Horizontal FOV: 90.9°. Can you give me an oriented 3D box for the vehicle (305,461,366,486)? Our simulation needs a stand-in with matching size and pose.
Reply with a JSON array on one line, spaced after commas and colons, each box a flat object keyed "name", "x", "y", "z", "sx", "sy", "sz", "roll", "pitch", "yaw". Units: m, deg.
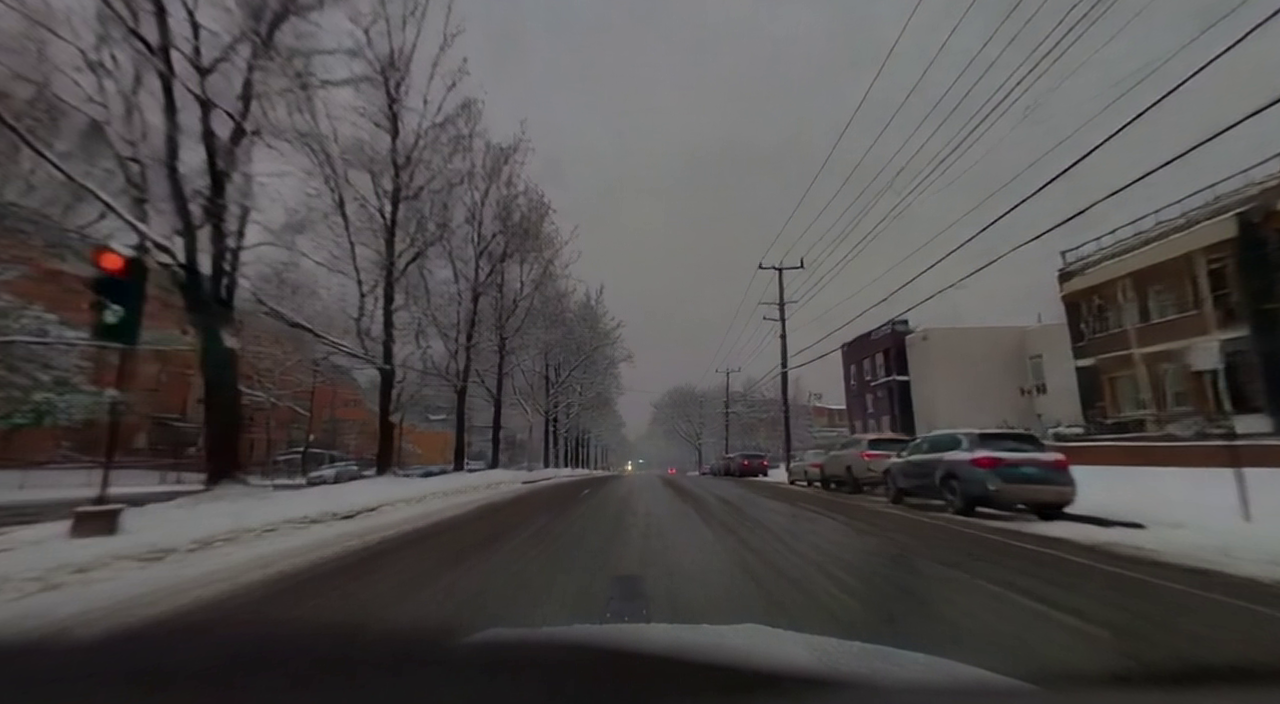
[{"name": "vehicle", "x": -22.201, "y": 8.853, "z": 46.139, "sx": 1.966, "sy": 1.595, "sz": 4.719, "roll": 0, "pitch": -8, "yaw": 1}]

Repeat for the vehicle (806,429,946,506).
[{"name": "vehicle", "x": 6.741, "y": 3.346, "z": 18.781, "sx": 2.163, "sy": 1.949, "sz": 5.158, "roll": 0, "pitch": -8, "yaw": 0}]

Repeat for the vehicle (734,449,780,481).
[{"name": "vehicle", "x": 7.220, "y": 7.024, "z": 39.339, "sx": 1.998, "sy": 1.819, "sz": 4.621, "roll": 0, "pitch": -8, "yaw": 0}]

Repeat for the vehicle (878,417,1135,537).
[{"name": "vehicle", "x": 6.807, "y": 2.360, "z": 12.596, "sx": 2.148, "sy": 1.904, "sz": 4.910, "roll": 0, "pitch": -8, "yaw": 0}]
